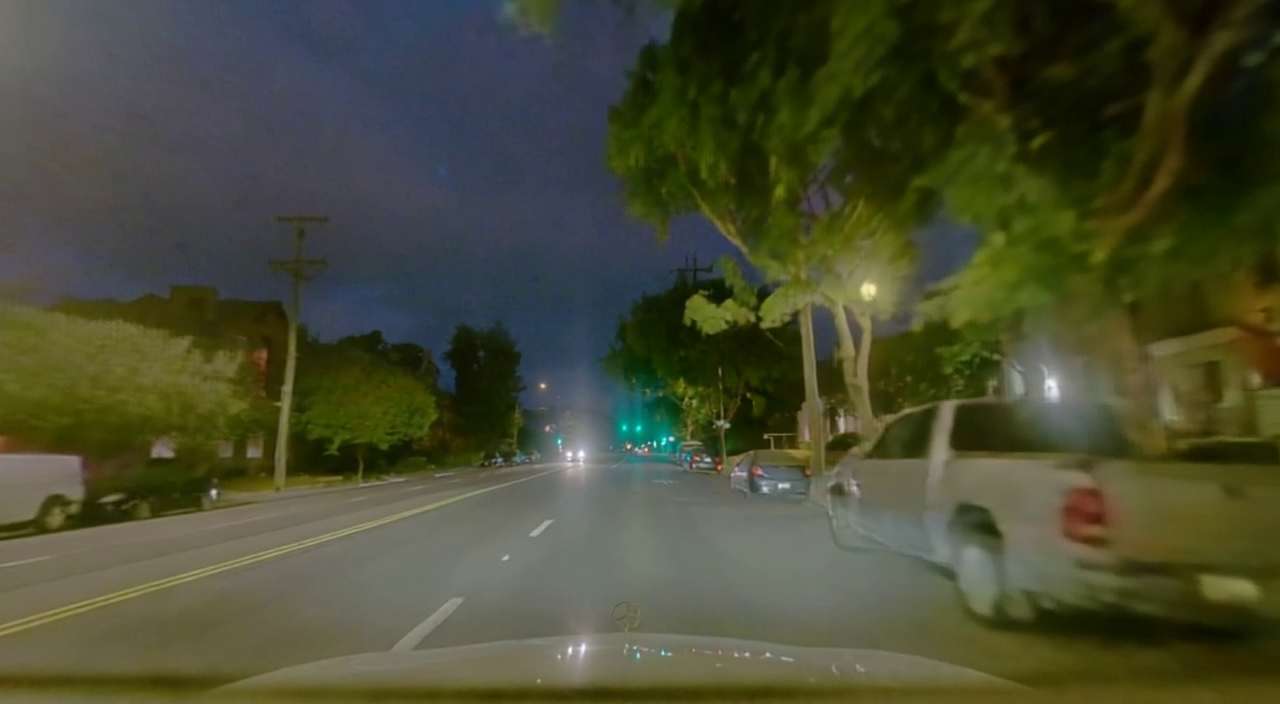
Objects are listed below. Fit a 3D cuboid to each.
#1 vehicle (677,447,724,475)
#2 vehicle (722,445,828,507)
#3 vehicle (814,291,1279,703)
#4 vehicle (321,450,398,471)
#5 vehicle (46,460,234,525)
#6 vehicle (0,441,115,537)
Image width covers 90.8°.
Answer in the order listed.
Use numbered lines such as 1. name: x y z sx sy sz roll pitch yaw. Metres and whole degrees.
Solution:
1. vehicle: 3.330 6.145 35.985 2.158 1.477 5.135 0 -8 0
2. vehicle: 3.502 3.295 17.328 2.009 1.468 4.414 0 -8 1
3. vehicle: 3.601 1.202 5.637 2.327 2.026 6.259 0 -8 0
4. vehicle: -21.317 8.279 48.096 4.870 1.529 2.004 0 -9 0
5. vehicle: -13.908 3.890 17.987 1.798 1.486 4.353 0 -8 -1
6. vehicle: -13.915 2.853 12.769 2.213 1.903 5.326 -4 -9 -2
